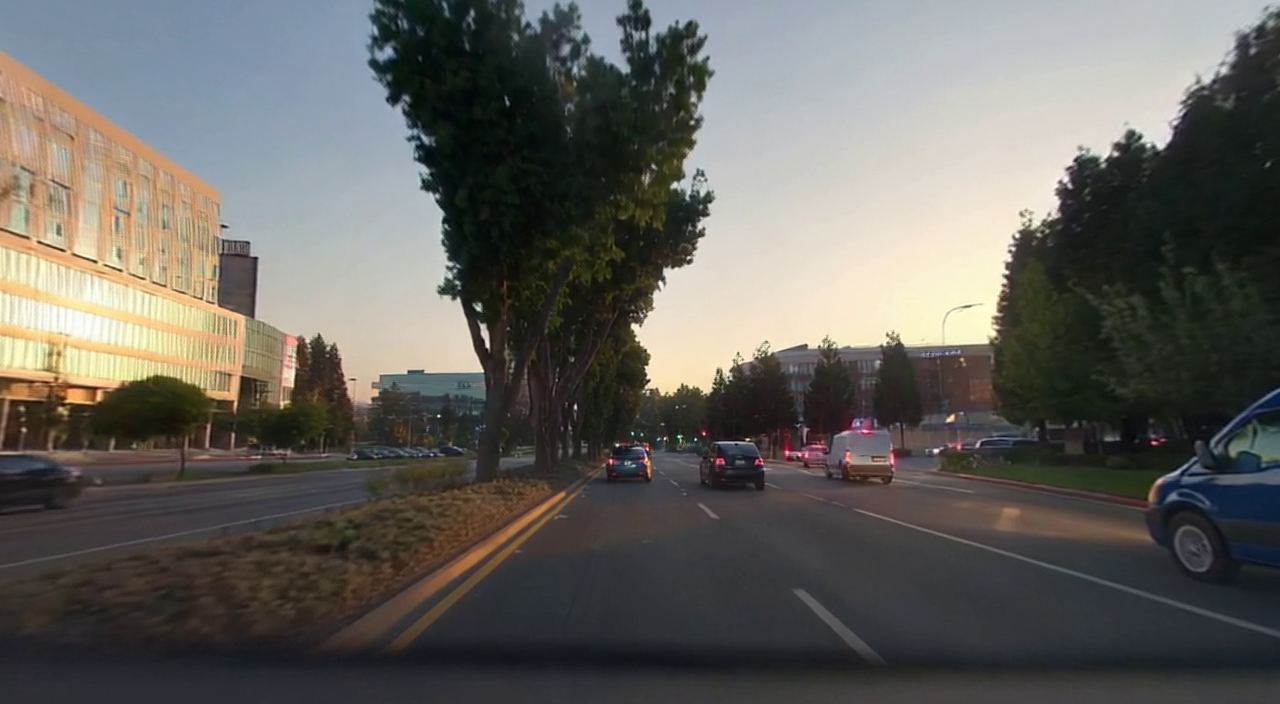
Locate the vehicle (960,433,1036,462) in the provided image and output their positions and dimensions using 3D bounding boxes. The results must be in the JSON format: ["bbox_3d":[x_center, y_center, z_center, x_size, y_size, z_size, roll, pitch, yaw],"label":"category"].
[{"bbox_3d":[27.488,7.334,48.547,4.770,2.109,2.230,2,-9,-16],"label":"vehicle"}]

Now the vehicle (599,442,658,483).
[{"bbox_3d":[-0.412,4.242,24.559,2.095,1.456,3.873,0,-8,0],"label":"vehicle"}]

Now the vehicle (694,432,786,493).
[{"bbox_3d":[3.003,3.422,19.923,2.047,1.711,4.265,0,-8,-2],"label":"vehicle"}]

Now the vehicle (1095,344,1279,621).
[{"bbox_3d":[6.277,0.868,3.968,2.573,2.127,5.568,0,-9,-1],"label":"vehicle"}]

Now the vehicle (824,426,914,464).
[{"bbox_3d":[17.594,7.172,48.806,5.907,2.777,2.431,0,-8,-2],"label":"vehicle"}]

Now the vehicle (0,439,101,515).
[{"bbox_3d":[-15.172,2.841,14.421,1.919,1.666,4.288,0,-8,0],"label":"vehicle"}]
